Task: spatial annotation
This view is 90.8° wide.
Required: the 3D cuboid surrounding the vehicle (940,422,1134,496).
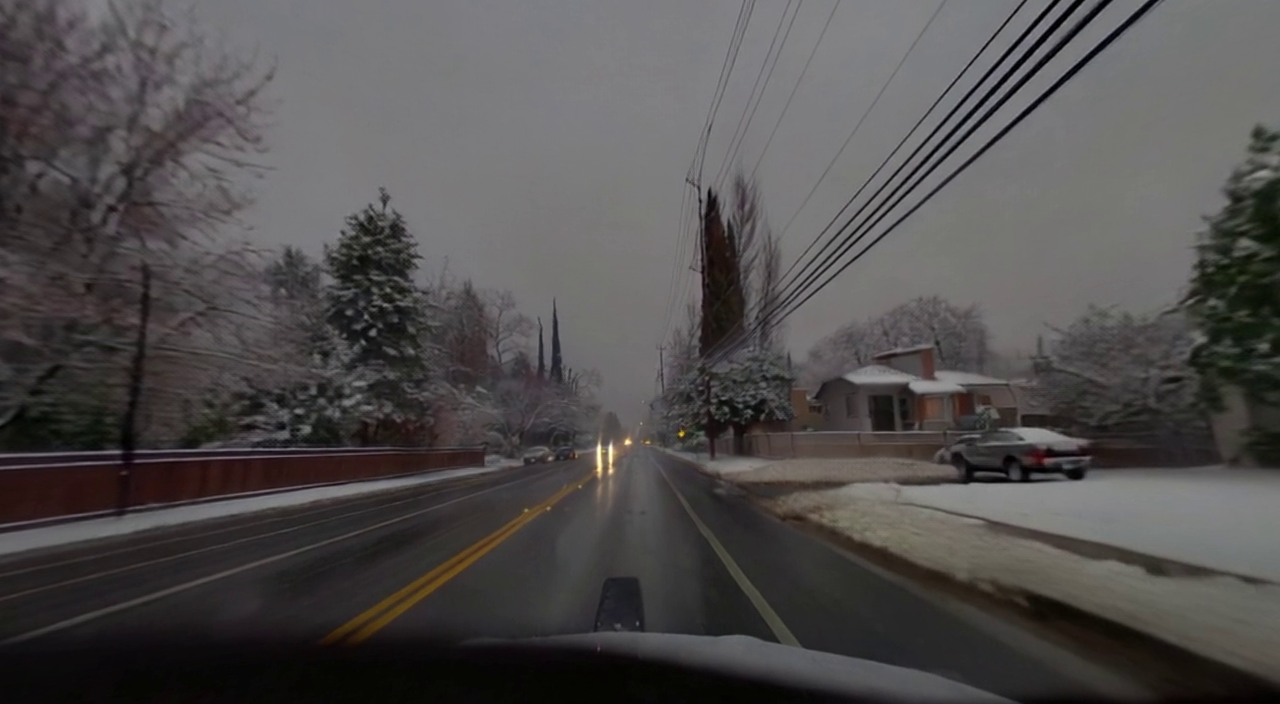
[{"bbox_3d":[10.778,2.952,17.760,2.194,1.577,4.838,-5,-8,0],"label":"vehicle"}]
